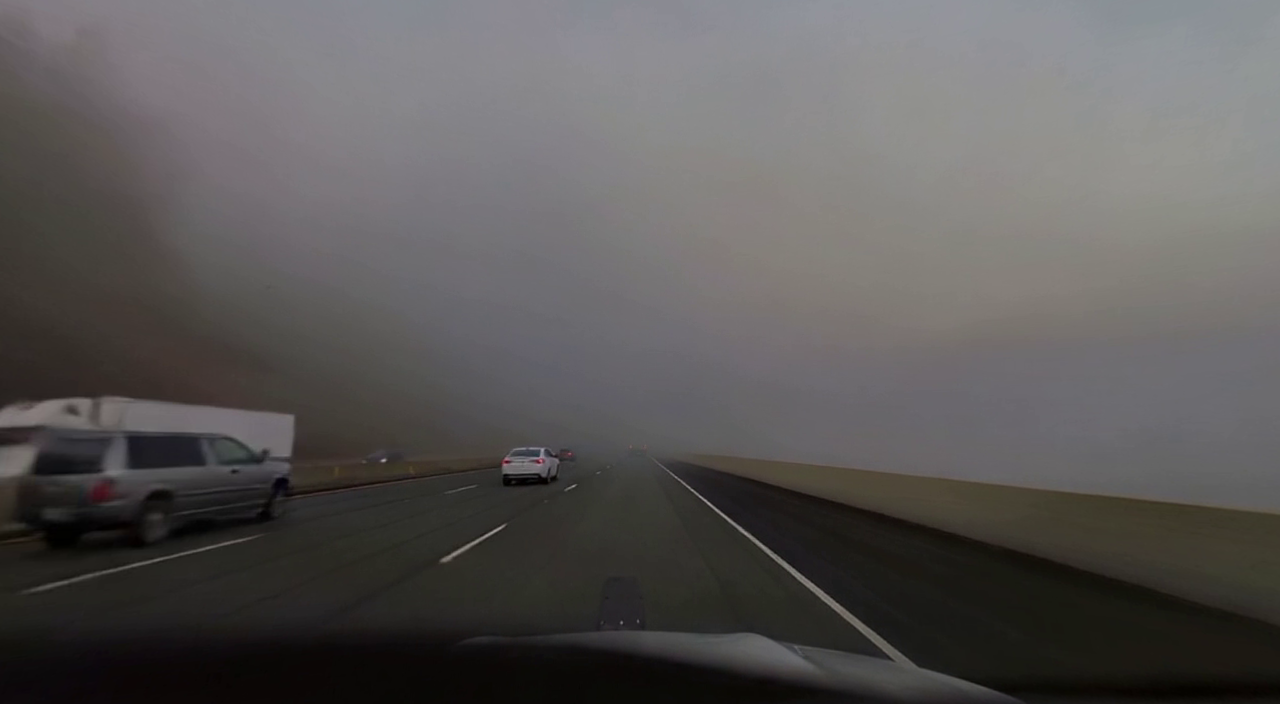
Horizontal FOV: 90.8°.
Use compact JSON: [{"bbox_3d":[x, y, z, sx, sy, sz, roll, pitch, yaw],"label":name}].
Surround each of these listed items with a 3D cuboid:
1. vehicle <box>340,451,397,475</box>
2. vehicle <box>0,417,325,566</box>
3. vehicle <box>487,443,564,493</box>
[{"bbox_3d":[-17.983,7.359,41.984,1.825,1.459,4.238,-1,-9,1],"label":"vehicle"},{"bbox_3d":[-7.294,2.011,9.868,2.173,1.722,4.869,0,-9,0],"label":"vehicle"},{"bbox_3d":[-3.794,3.895,21.509,1.893,1.521,3.742,0,-9,0],"label":"vehicle"}]
